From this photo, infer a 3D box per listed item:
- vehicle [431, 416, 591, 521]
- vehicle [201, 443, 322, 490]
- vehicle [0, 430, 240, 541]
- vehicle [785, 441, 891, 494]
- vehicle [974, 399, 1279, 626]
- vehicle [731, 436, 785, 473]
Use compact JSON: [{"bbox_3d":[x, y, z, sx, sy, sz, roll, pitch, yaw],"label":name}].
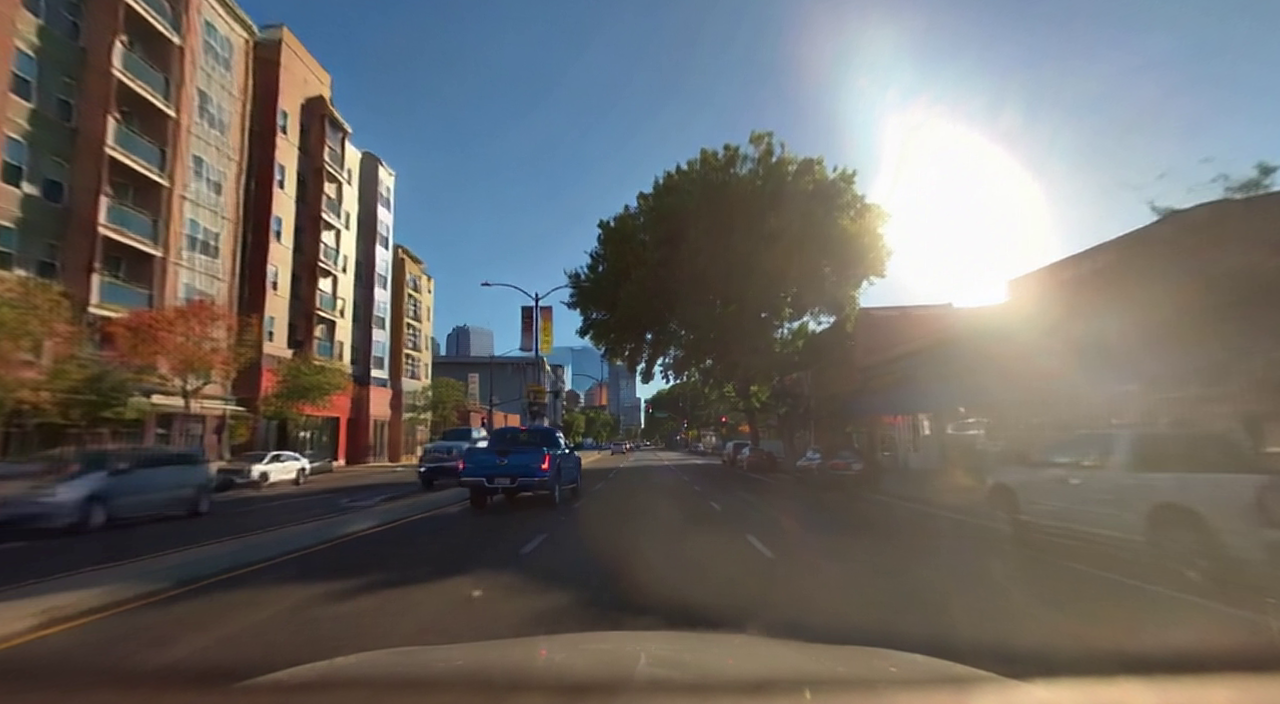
[{"bbox_3d":[-2.441,2.423,13.632,2.197,1.786,5.365,0,-9,1],"label":"vehicle"},{"bbox_3d":[-16.132,4.893,27.291,2.030,1.801,5.036,0,-9,1],"label":"vehicle"},{"bbox_3d":[-10.263,2.433,12.157,2.110,1.714,4.500,0,-9,0],"label":"vehicle"},{"bbox_3d":[6.193,3.636,20.256,1.988,1.514,3.962,0,-9,-1],"label":"vehicle"},{"bbox_3d":[5.963,1.555,6.959,2.018,1.743,4.529,0,-9,0],"label":"vehicle"},{"bbox_3d":[6.196,5.450,33.702,2.043,1.841,4.842,0,-9,1],"label":"vehicle"}]
